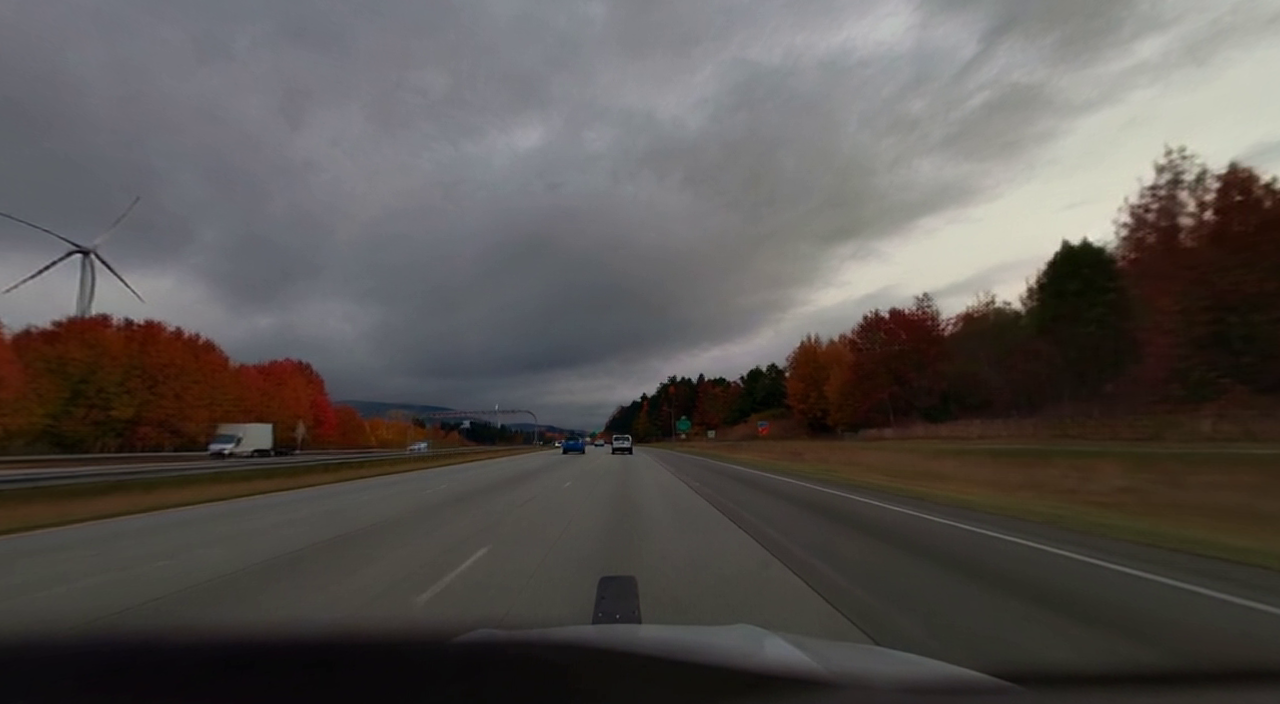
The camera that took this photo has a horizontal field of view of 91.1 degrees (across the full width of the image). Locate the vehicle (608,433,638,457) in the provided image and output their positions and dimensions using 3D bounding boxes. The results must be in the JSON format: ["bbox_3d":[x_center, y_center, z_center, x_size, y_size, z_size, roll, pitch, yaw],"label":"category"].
[{"bbox_3d":[-1.325,7.284,49.383,2.213,1.774,4.563,0,-8,-1],"label":"vehicle"}]
